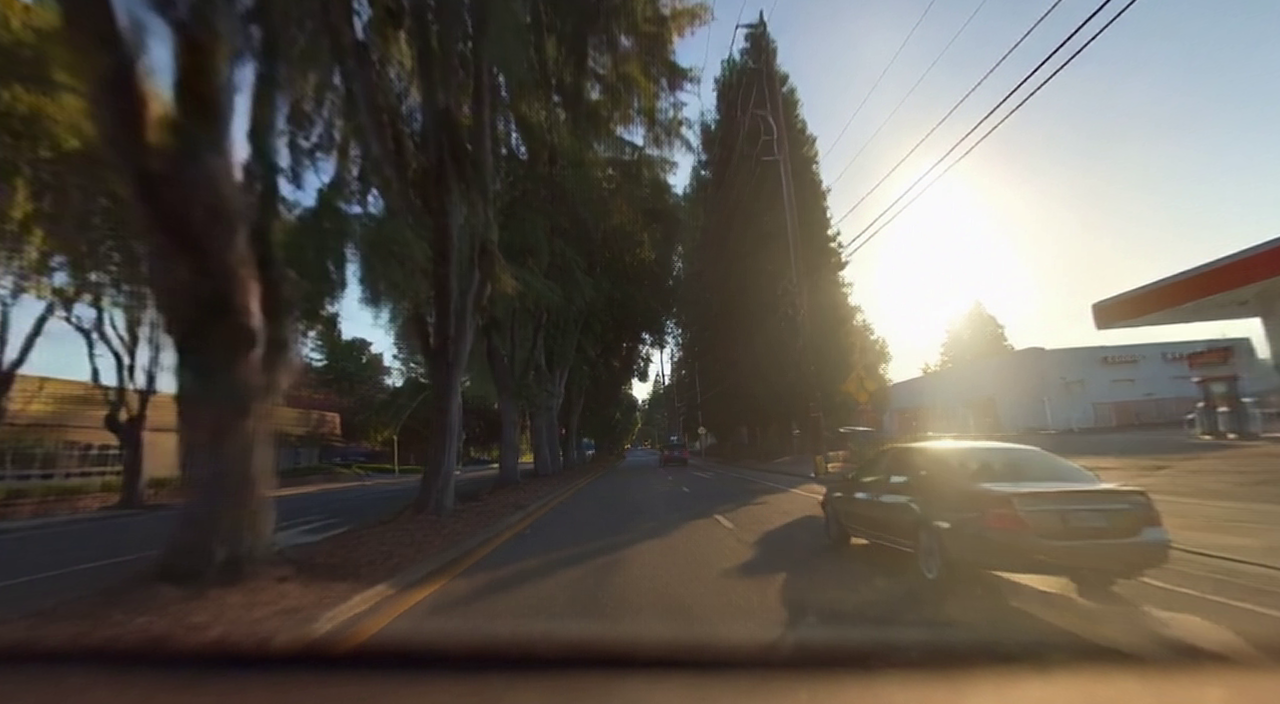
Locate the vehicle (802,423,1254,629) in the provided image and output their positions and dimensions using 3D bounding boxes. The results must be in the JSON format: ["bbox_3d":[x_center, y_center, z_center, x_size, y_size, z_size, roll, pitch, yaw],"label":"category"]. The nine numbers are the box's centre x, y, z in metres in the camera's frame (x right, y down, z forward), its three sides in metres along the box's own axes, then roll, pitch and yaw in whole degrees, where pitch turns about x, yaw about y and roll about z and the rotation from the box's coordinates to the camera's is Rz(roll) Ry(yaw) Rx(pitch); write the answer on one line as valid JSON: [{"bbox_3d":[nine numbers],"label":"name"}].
[{"bbox_3d":[3.416,1.597,6.841,2.061,1.475,4.296,0,-9,-2],"label":"vehicle"}]

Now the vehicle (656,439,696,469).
[{"bbox_3d":[2.273,6.694,41.541,2.115,1.840,4.777,0,-9,-3],"label":"vehicle"}]
